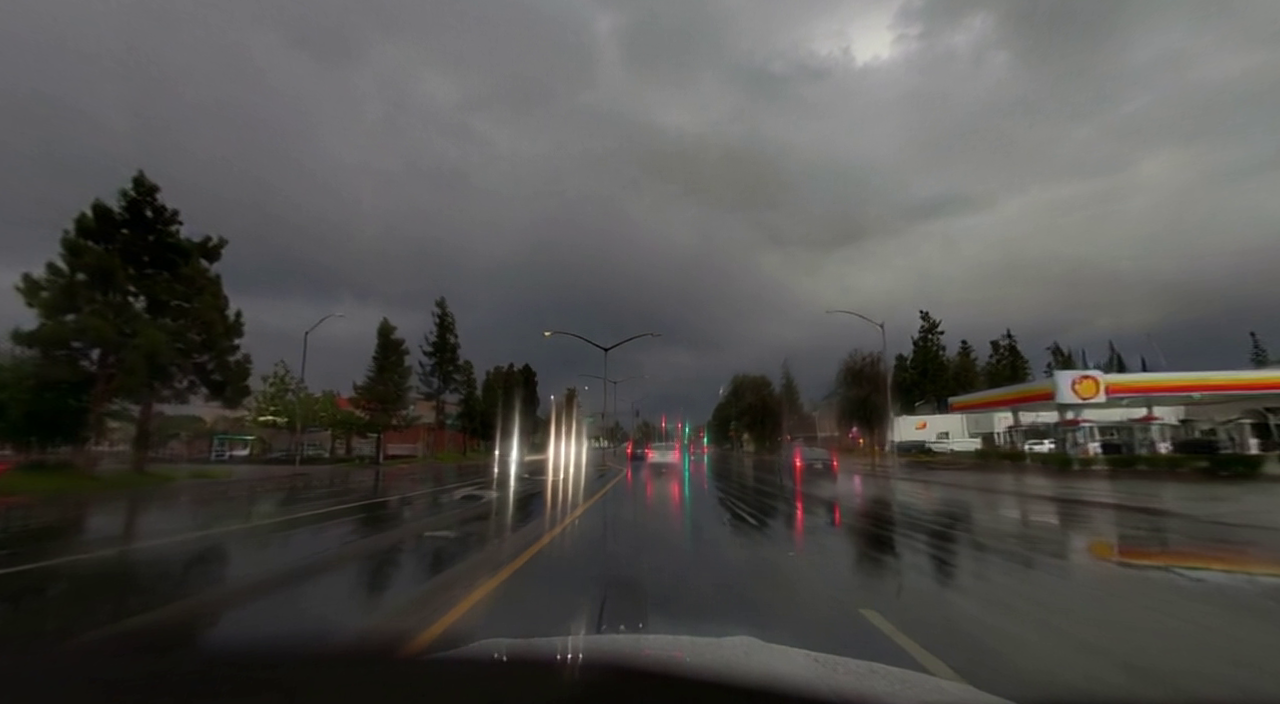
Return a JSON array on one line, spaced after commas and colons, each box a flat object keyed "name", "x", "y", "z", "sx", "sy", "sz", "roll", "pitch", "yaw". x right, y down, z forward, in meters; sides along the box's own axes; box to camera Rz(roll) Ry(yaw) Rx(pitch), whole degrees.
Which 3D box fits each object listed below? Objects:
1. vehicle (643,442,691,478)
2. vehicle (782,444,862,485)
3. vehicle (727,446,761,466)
[{"name": "vehicle", "x": 1.157, "y": 4.835, "z": 28.362, "sx": 1.971, "sy": 1.479, "sz": 4.493, "roll": 0, "pitch": -8, "yaw": 1}, {"name": "vehicle", "x": 7.183, "y": 4.473, "z": 25.257, "sx": 1.918, "sy": 1.484, "sz": 4.456, "roll": 0, "pitch": -8, "yaw": 0}, {"name": "vehicle", "x": 8.210, "y": 8.190, "z": 49.789, "sx": 1.930, "sy": 1.479, "sz": 4.477, "roll": 0, "pitch": -8, "yaw": 0}]
